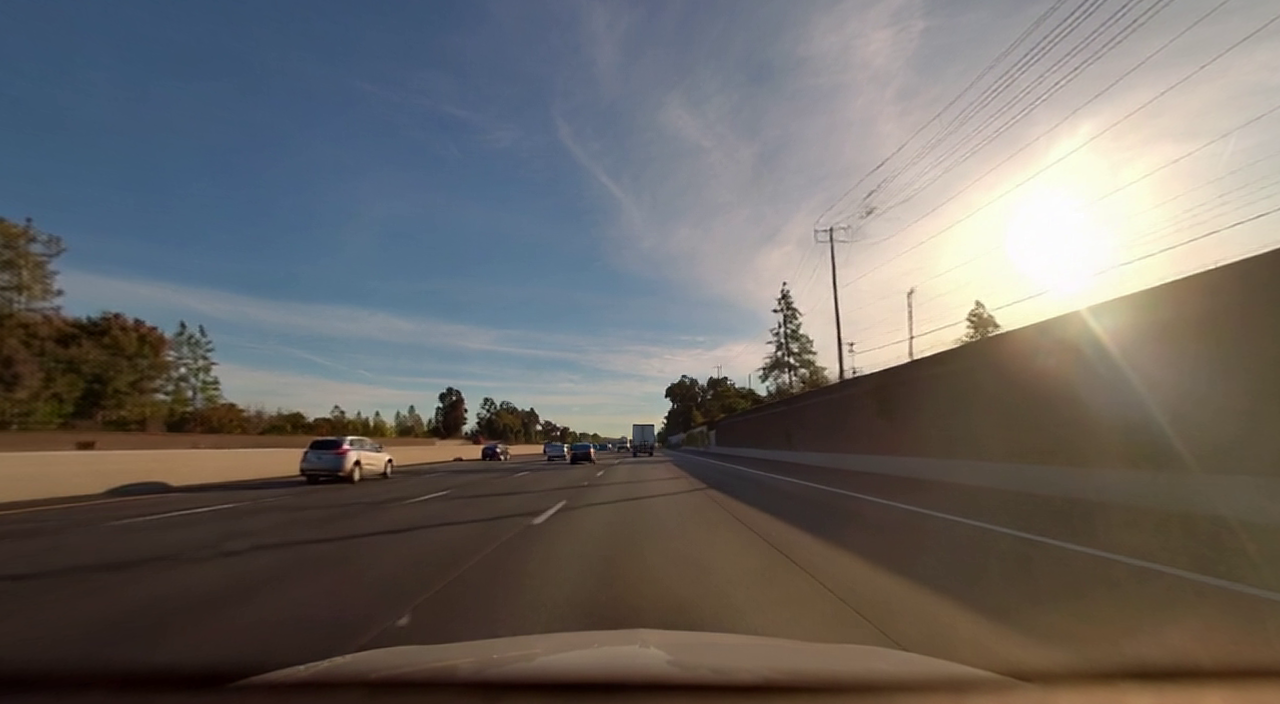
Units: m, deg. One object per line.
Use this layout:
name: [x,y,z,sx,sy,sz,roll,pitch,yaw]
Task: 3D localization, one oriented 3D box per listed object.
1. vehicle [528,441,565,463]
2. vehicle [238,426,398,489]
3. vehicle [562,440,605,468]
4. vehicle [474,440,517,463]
vehicle: [-6.893,7.418,46.920,1.946,1.514,4.687,0,-9,1]
vehicle: [-10.625,3.550,21.505,2.310,1.853,5.817,0,-9,1]
vehicle: [-3.294,6.090,37.741,2.045,1.532,4.954,0,-9,1]
vehicle: [-10.837,7.483,47.533,2.058,1.621,4.739,0,-9,1]
